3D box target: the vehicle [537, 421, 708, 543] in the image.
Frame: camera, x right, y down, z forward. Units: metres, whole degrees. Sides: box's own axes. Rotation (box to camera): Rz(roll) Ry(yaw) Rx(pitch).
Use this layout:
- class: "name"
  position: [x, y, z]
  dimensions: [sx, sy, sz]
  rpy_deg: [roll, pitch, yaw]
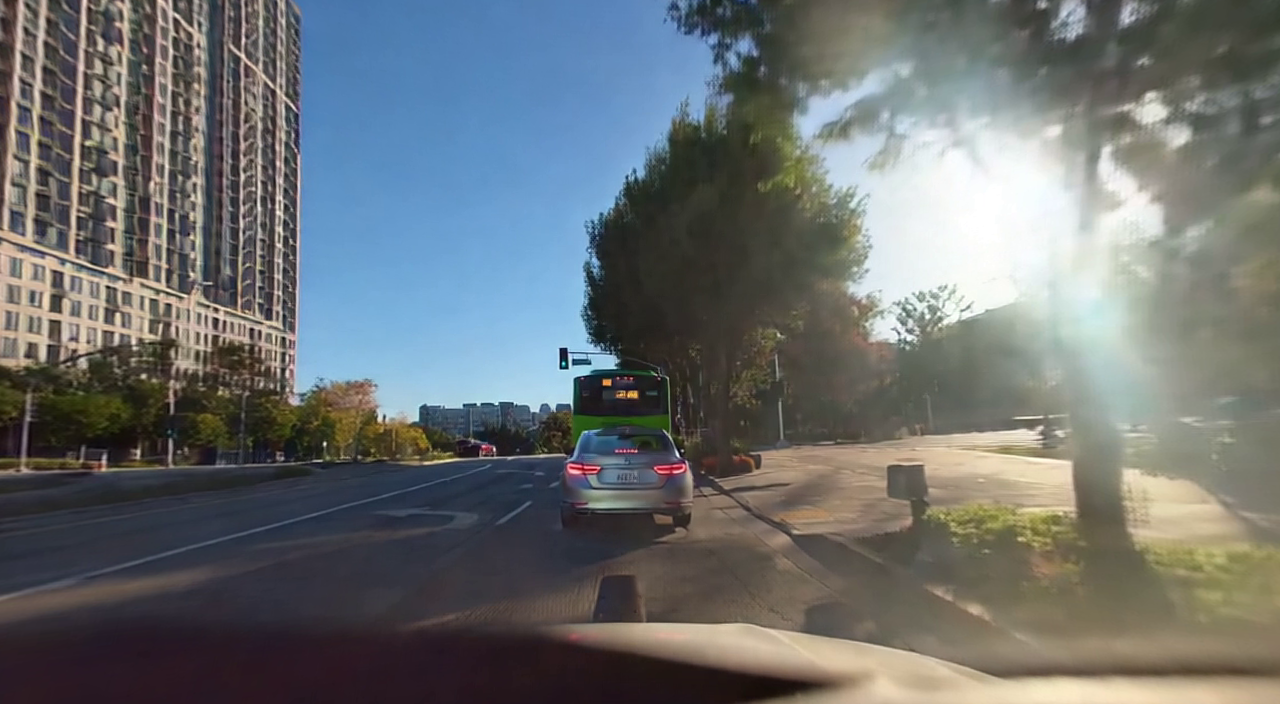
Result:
- class: "vehicle"
  position: [-0.256, 1.844, 9.656]
  dimensions: [2.064, 1.452, 3.942]
  rpy_deg: [0, -8, -1]
